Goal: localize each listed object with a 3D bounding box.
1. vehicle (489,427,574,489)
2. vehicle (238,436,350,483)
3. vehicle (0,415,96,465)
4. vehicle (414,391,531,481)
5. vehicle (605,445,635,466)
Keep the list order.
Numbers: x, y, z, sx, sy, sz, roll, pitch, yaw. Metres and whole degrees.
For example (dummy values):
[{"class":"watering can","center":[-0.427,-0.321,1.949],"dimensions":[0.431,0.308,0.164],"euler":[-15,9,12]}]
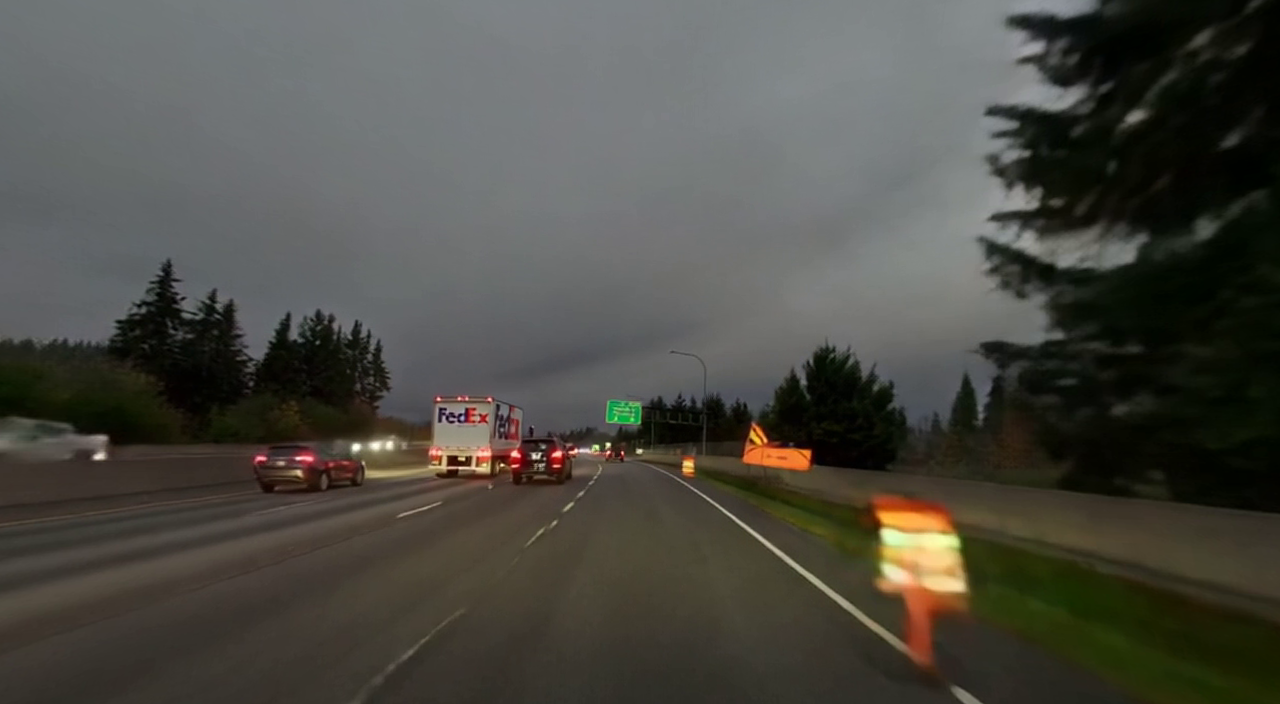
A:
[{"class":"vehicle","center":[-3.602,3.640,21.946],"dimensions":[2.170,1.886,4.628],"euler":[0,-9,-1]},{"class":"vehicle","center":[-13.604,4.256,25.213],"dimensions":[2.018,1.668,4.409],"euler":[0,-9,-1]},{"class":"vehicle","center":[-26.712,3.766,26.785],"dimensions":[2.229,1.969,5.765],"euler":[0,-9,-2]},{"class":"vehicle","center":[-6.823,3.710,27.343],"dimensions":[2.870,3.266,8.589],"euler":[0,-9,-1]},{"class":"vehicle","center":[-1.510,7.603,46.647],"dimensions":[2.043,1.489,3.839],"euler":[1,-9,-4]}]
